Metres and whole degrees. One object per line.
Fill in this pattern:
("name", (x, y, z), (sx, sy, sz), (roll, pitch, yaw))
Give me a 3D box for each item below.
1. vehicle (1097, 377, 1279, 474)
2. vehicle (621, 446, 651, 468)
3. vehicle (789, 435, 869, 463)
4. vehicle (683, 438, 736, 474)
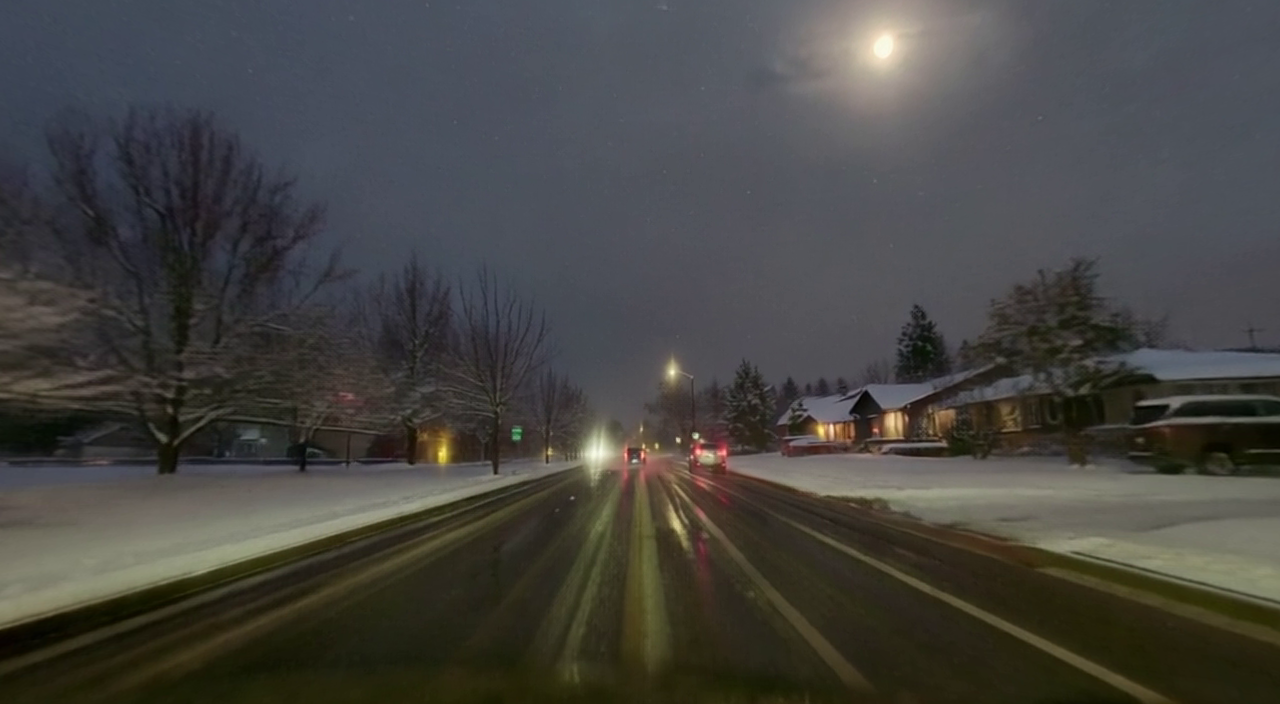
("vehicle", (13.085, 1.614, 13.514), (4.739, 1.918, 2.071), (0, -9, 3))
("vehicle", (-0.245, 7.516, 45.041), (2.054, 1.456, 4.003), (0, -8, 0))
("vehicle", (12.823, 6.593, 42.800), (4.694, 1.622, 2.067), (-2, -7, 0))
("vehicle", (3.864, 5.870, 35.718), (2.203, 1.828, 5.336), (0, -9, -2))
